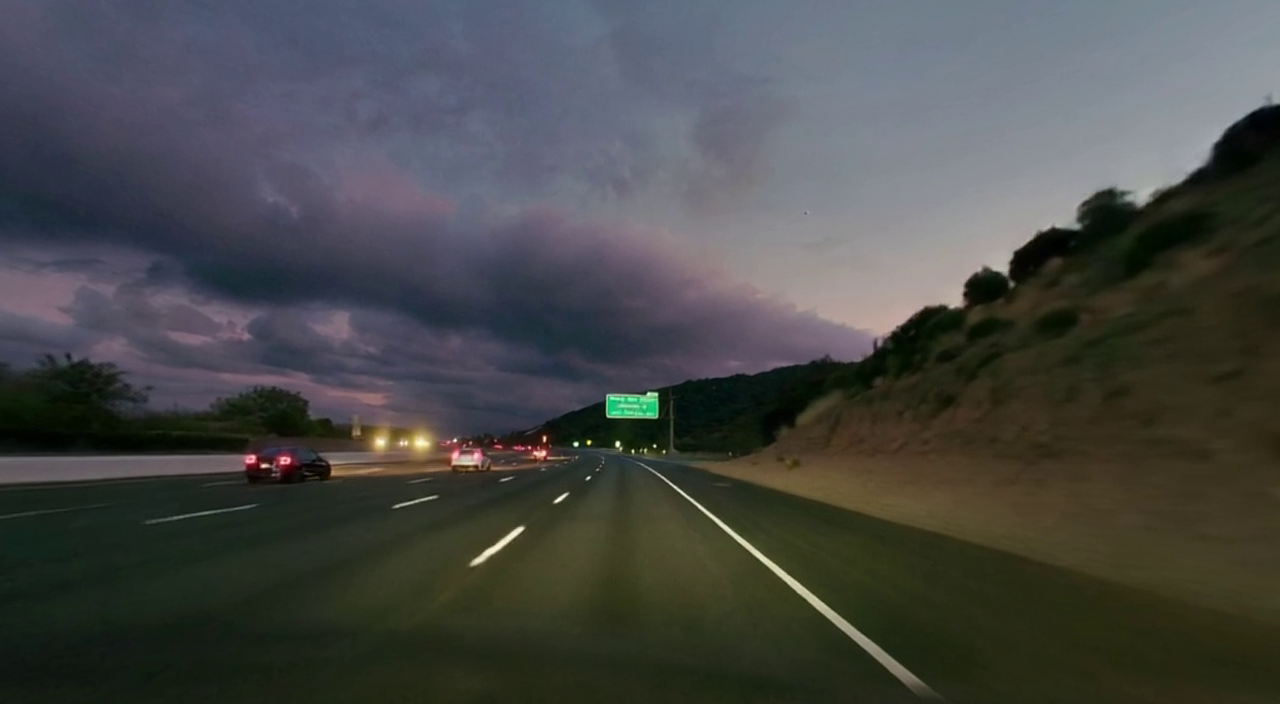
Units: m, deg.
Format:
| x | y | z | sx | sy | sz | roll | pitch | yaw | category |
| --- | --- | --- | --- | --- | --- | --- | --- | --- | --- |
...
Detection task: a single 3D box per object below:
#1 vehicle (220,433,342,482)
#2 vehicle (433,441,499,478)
| x | y | z | sx | sy | sz | roll | pitch | yaw | category |
| --- | --- | --- | --- | --- | --- | --- | --- | --- | --- |
| -15.681 | 4.654 | 28.063 | 2.240 | 1.953 | 5.452 | 0 | -9 | -1 | vehicle |
| -8.519 | 5.311 | 31.387 | 2.104 | 1.715 | 4.319 | 0 | -9 | -1 | vehicle |
